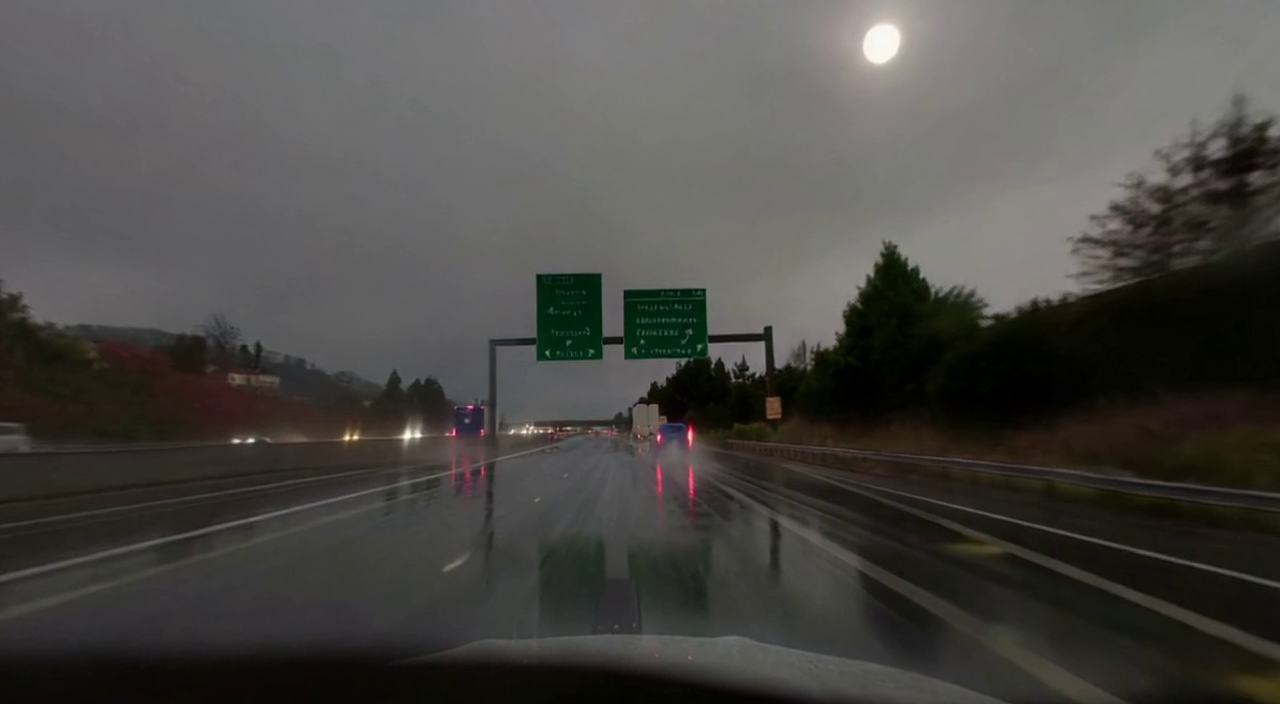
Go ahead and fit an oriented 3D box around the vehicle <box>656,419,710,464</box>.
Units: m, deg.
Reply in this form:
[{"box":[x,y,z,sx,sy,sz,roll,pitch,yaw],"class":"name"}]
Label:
[{"box":[1.912,4.186,29.620,2.076,1.914,4.287,0,-8,-2],"class":"vehicle"}]
